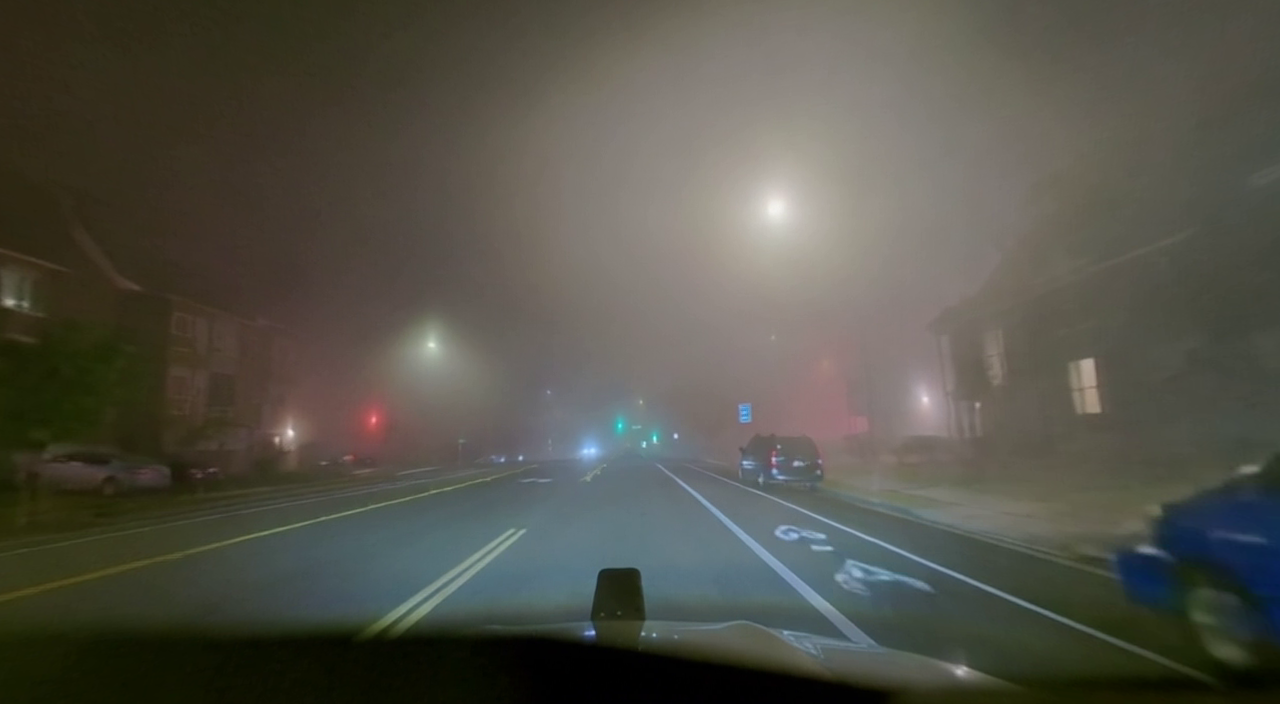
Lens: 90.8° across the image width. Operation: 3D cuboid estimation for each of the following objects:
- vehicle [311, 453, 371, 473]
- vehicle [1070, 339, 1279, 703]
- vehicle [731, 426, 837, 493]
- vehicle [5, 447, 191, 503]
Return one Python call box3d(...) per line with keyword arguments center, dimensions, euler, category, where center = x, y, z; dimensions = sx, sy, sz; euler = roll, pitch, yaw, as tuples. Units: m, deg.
box3d(center=(-22.892, 8.529, 48.445), dimensions=(3.687, 1.465, 1.855), euler=(0, -8, -2), category="vehicle")
box3d(center=(4.551, 0.720, 1.929), dimensions=(2.254, 1.968, 5.838), euler=(0, -8, -1), category="vehicle")
box3d(center=(4.371, 3.353, 20.060), dimensions=(2.052, 1.859, 4.778), euler=(1, -8, -2), category="vehicle")
box3d(center=(-18.424, 4.181, 21.684), dimensions=(4.397, 1.768, 1.956), euler=(1, -8, -4), category="vehicle")
